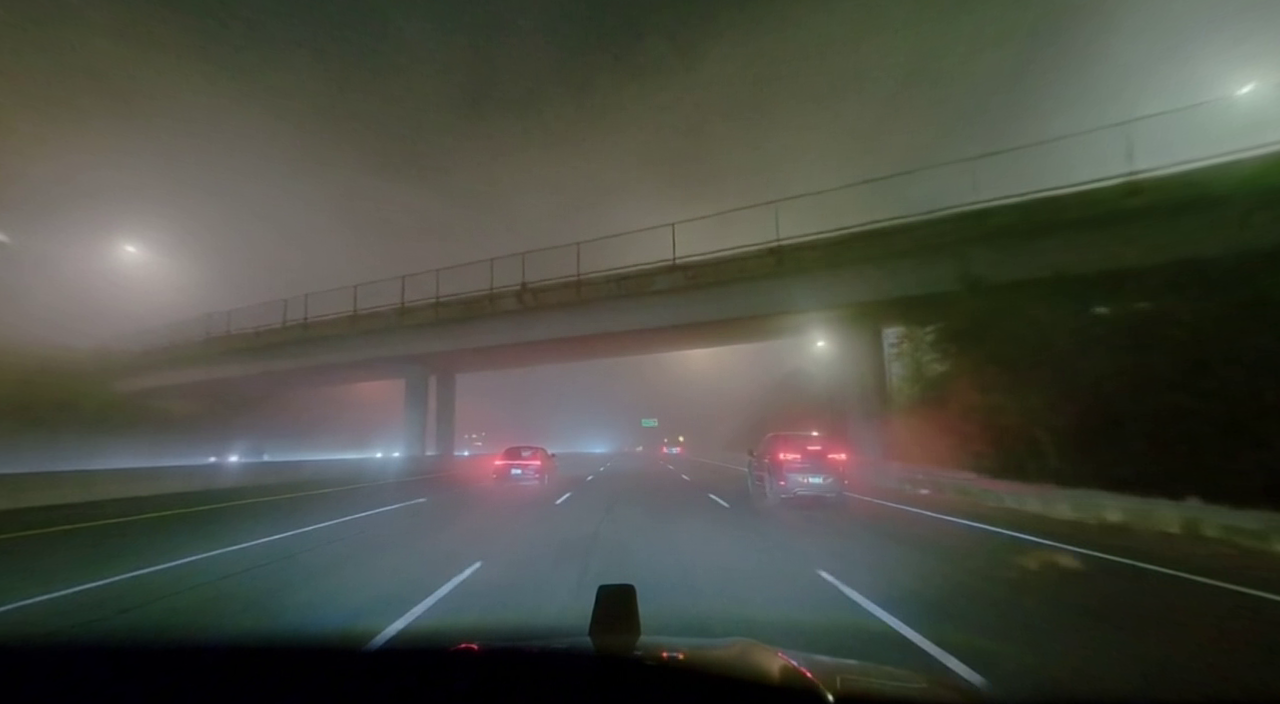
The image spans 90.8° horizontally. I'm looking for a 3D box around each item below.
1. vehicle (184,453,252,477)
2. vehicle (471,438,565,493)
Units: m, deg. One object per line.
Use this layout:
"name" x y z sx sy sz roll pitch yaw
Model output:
"vehicle" -28.360 7.582 42.616 1.832 1.468 4.082 0 -9 -2
"vehicle" -3.667 3.509 19.830 2.037 1.514 4.335 0 -9 1
